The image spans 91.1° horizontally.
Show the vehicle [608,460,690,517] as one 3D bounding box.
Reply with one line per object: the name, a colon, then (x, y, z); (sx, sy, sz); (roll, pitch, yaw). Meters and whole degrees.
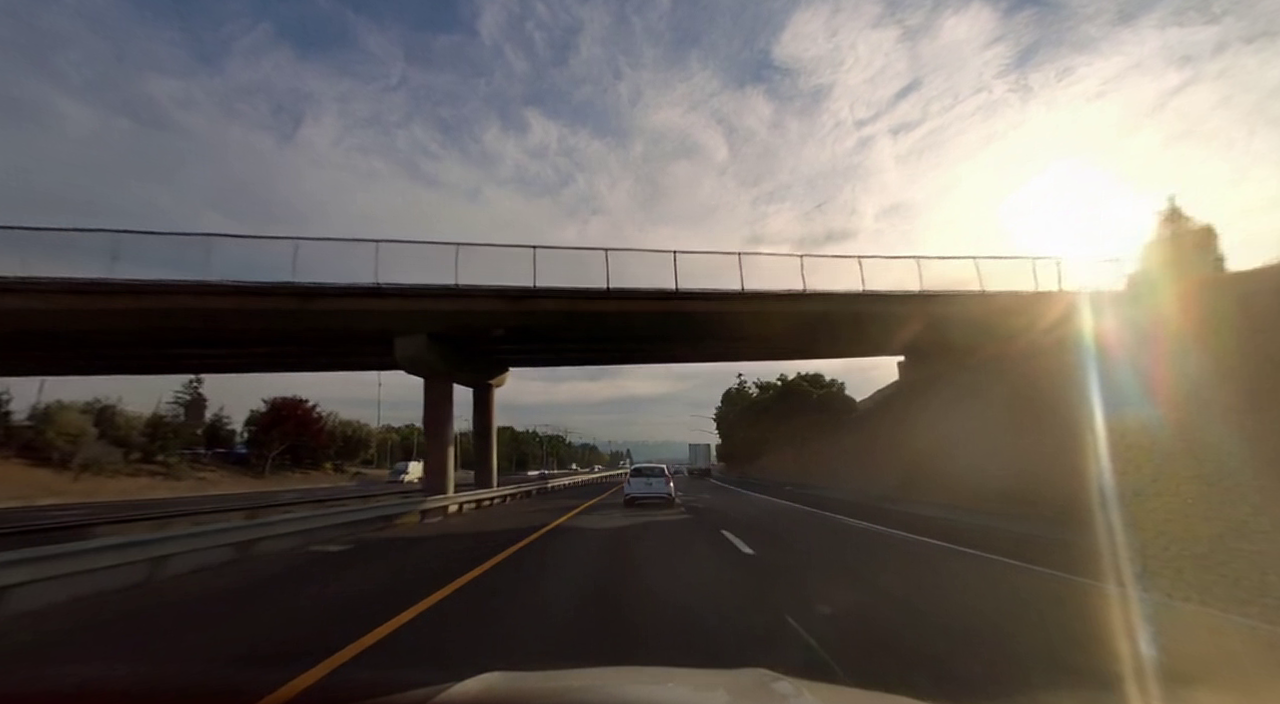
vehicle: (0.255, 3.972, 18.582); (2.156, 1.444, 3.762); (1, -10, 0)
